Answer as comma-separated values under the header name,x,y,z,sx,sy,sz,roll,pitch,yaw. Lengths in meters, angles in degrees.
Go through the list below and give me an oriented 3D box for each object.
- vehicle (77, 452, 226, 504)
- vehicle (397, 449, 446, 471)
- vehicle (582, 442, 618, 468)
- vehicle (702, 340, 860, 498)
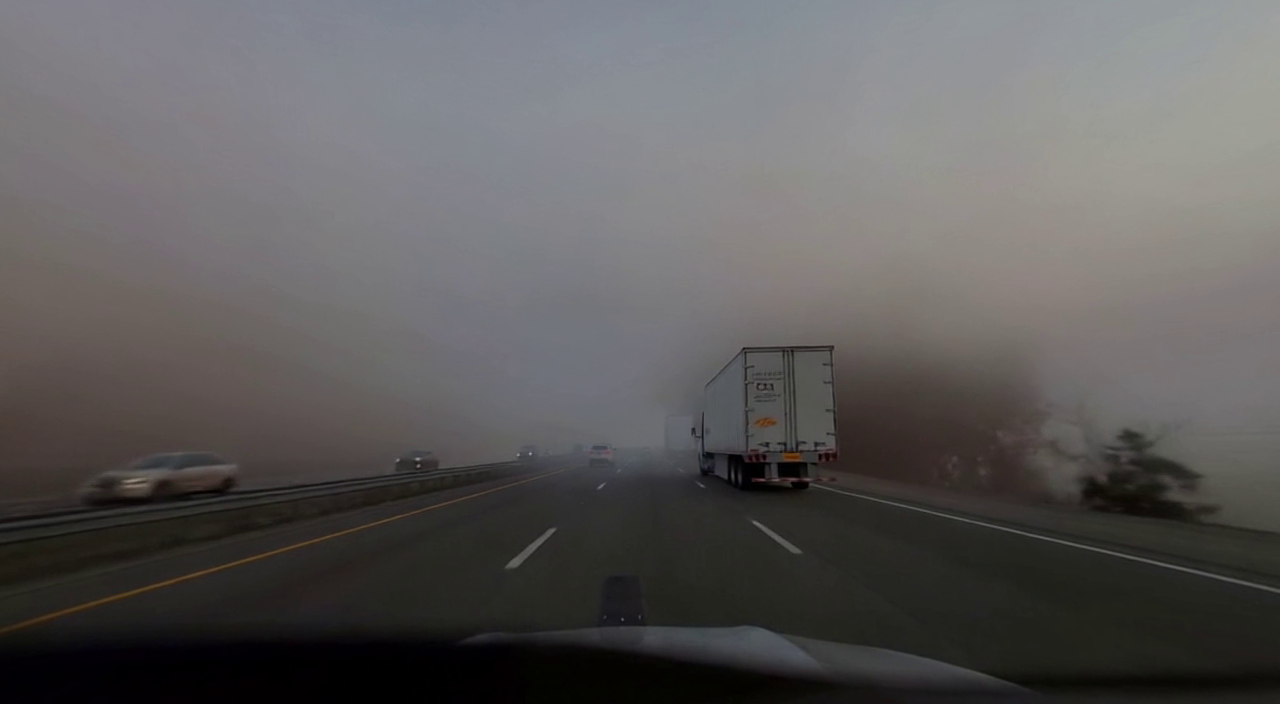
name,x,y,z,sx,sy,sz,roll,pitch,yaw
vehicle,-14.964,3.836,19.589,1.662,1.445,3.601,0,-9,1
vehicle,-15.928,7.869,46.122,2.007,1.478,4.208,0,-9,1
vehicle,-2.887,7.634,46.805,2.291,1.788,4.825,0,-9,1
vehicle,4.489,2.865,24.149,2.826,4.269,14.176,0,-9,0
